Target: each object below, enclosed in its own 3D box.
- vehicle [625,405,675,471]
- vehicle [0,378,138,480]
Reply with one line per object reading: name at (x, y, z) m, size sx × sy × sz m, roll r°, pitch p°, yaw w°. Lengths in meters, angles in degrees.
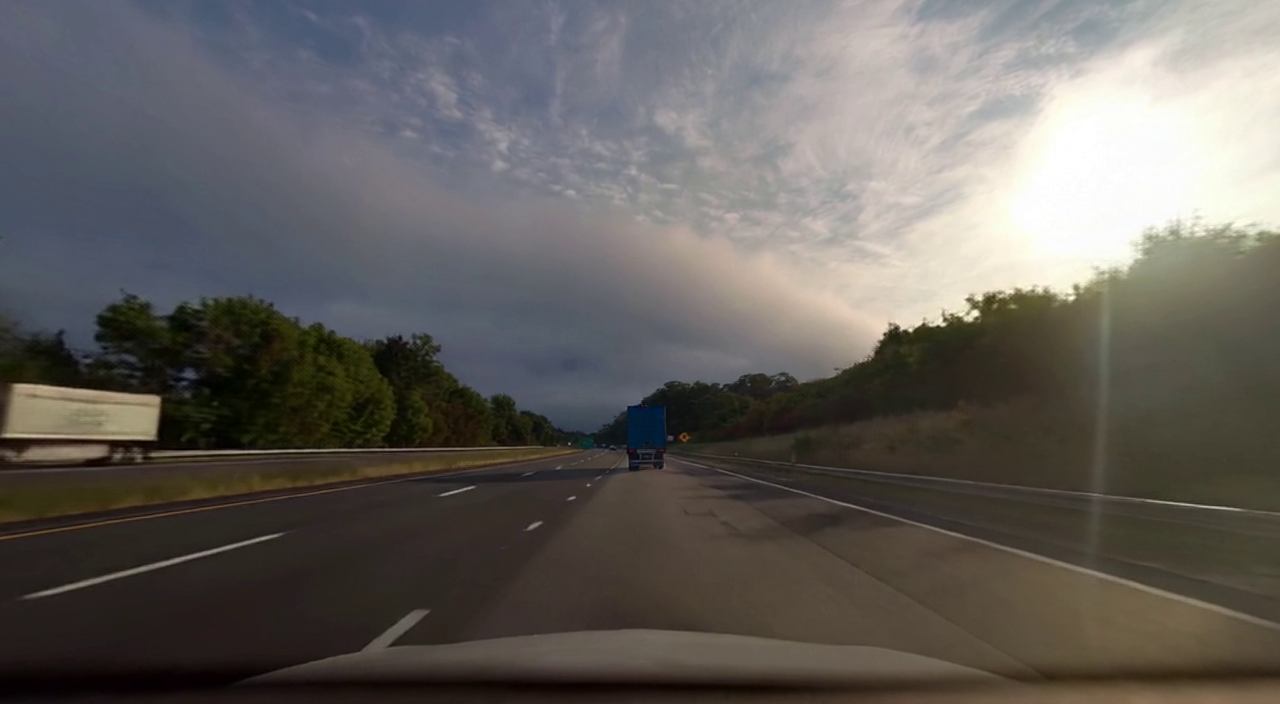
vehicle at (0.474, 6.131, 44.215) m, size 3.055 × 4.009 × 10.972 m, roll 0°, pitch -9°, yaw -2°
vehicle at (-23.238, 2.536, 20.904) m, size 2.819 × 3.410 × 12.707 m, roll 0°, pitch -9°, yaw 0°
